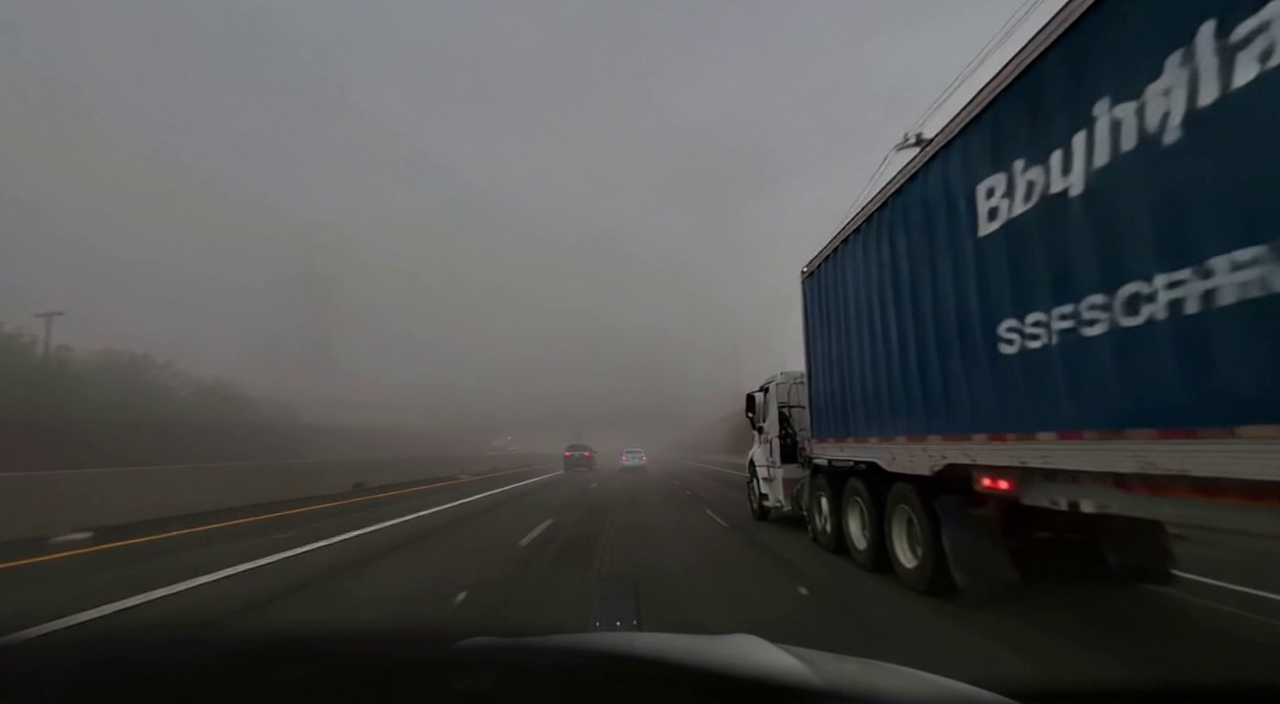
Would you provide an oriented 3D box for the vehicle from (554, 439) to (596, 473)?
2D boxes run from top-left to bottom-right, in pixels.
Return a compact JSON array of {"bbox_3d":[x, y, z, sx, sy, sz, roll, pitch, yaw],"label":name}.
[{"bbox_3d":[-3.884,6.362,38.545,2.077,1.884,4.961,0,-9,0],"label":"vehicle"}]

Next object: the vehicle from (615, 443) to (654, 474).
[{"bbox_3d":[-0.286,5.857,34.663,2.004,1.615,4.113,0,-9,0],"label":"vehicle"}]

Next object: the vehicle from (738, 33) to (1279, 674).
[{"bbox_3d":[3.813,0.625,8.801,3.011,3.930,10.078,0,-9,-1],"label":"vehicle"}]
